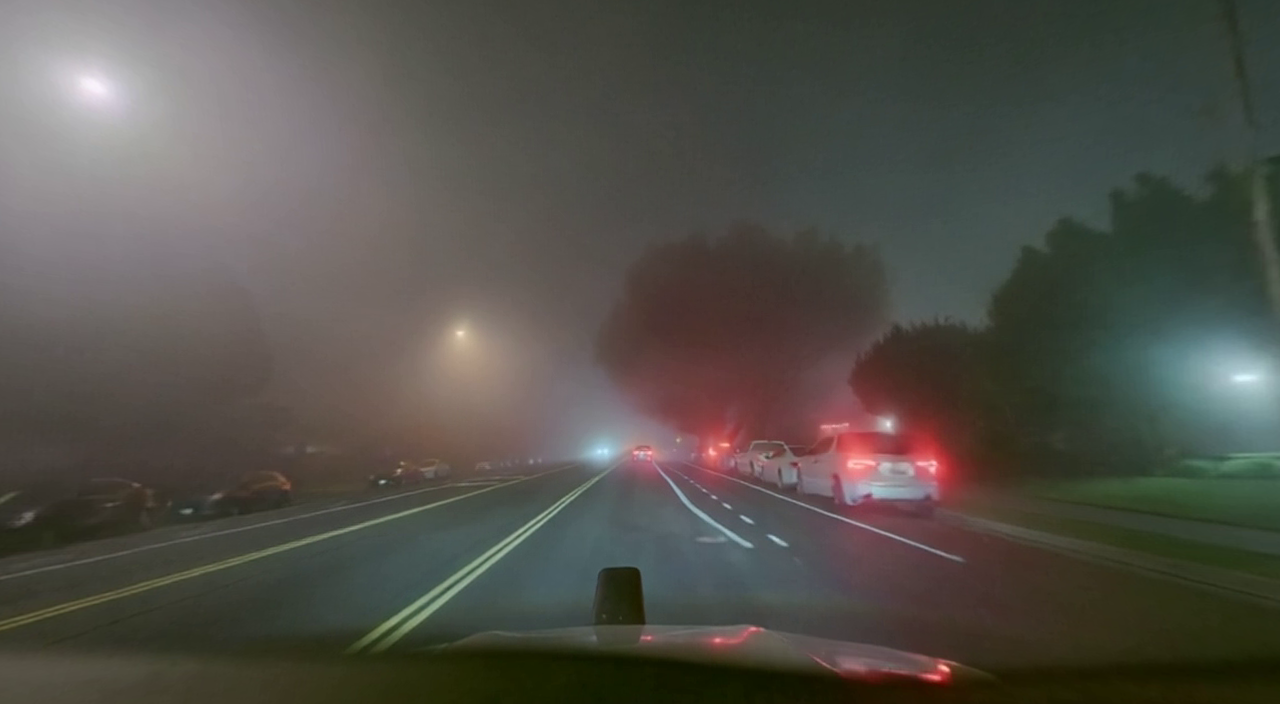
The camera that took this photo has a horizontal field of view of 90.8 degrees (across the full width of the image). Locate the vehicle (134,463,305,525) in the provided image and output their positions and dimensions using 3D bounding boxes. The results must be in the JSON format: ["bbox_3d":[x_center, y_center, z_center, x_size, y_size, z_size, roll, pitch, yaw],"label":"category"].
[{"bbox_3d":[-12.643,4.273,19.501,1.880,1.523,4.833,0,-9,1],"label":"vehicle"}]

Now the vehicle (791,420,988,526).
[{"bbox_3d":[4.907,2.462,13.472,2.022,1.799,5.105,0,-9,-1],"label":"vehicle"}]

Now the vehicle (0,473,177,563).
[{"bbox_3d":[-12.718,3.485,13.867,1.834,1.467,4.357,0,-9,-1],"label":"vehicle"}]

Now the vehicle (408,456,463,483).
[{"bbox_3d":[-12.436,7.145,38.728,1.853,1.497,4.527,0,-9,0],"label":"vehicle"}]

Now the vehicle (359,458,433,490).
[{"bbox_3d":[-12.738,6.379,33.309,1.969,1.490,4.675,-1,-9,1],"label":"vehicle"}]

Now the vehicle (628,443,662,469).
[{"bbox_3d":[0.289,6.502,39.658,2.022,1.471,3.973,0,-9,-1],"label":"vehicle"}]
